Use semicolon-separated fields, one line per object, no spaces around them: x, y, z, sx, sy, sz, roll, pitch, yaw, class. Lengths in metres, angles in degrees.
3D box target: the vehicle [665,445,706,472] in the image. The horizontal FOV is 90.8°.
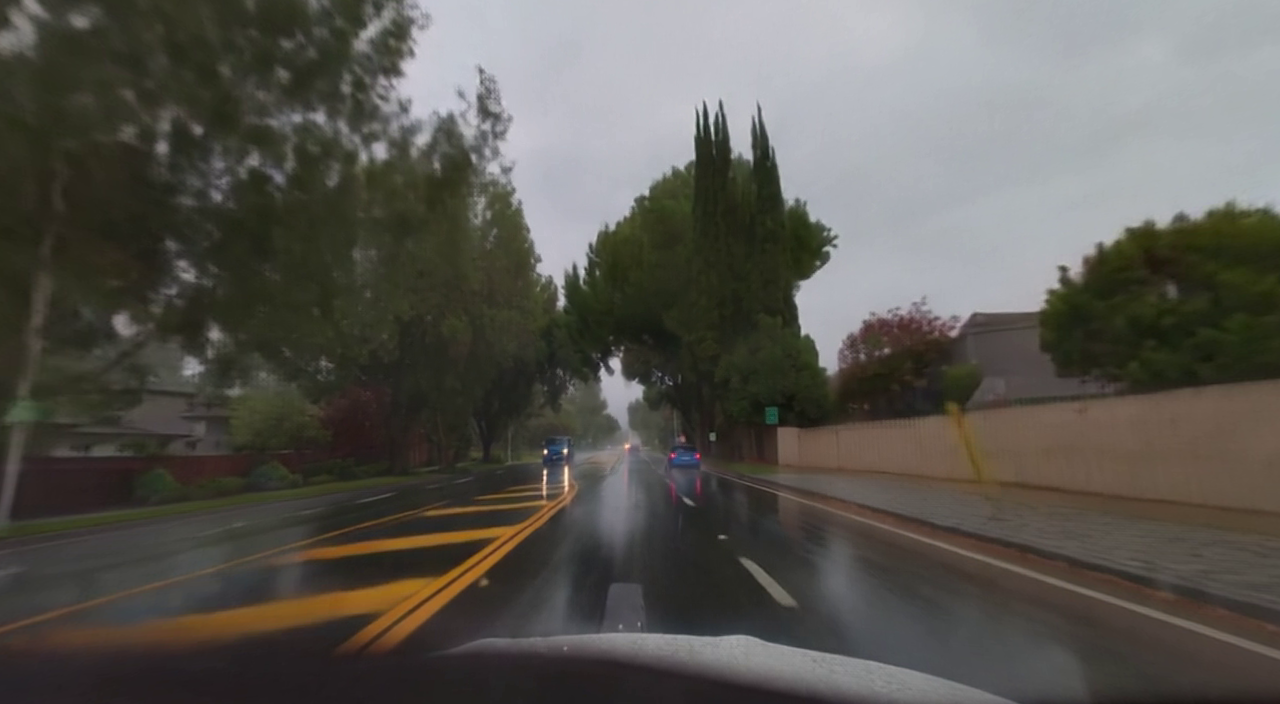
2.536;6.107;36.415;1.991;1.476;4.153;0;-9;-1;vehicle
